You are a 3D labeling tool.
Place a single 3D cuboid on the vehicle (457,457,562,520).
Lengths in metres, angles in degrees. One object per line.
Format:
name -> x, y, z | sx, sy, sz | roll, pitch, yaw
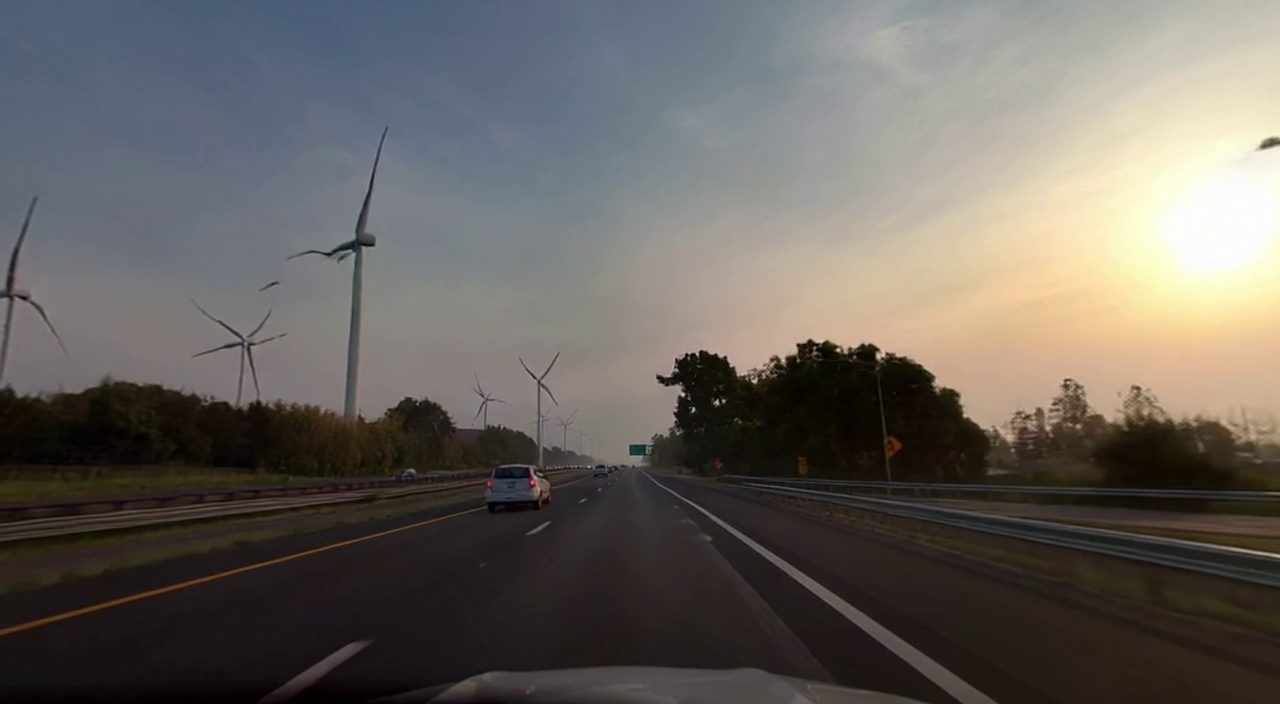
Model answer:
vehicle -> -3.439, 3.709, 17.404 | 2.001, 1.486, 4.104 | 1, -10, 0
